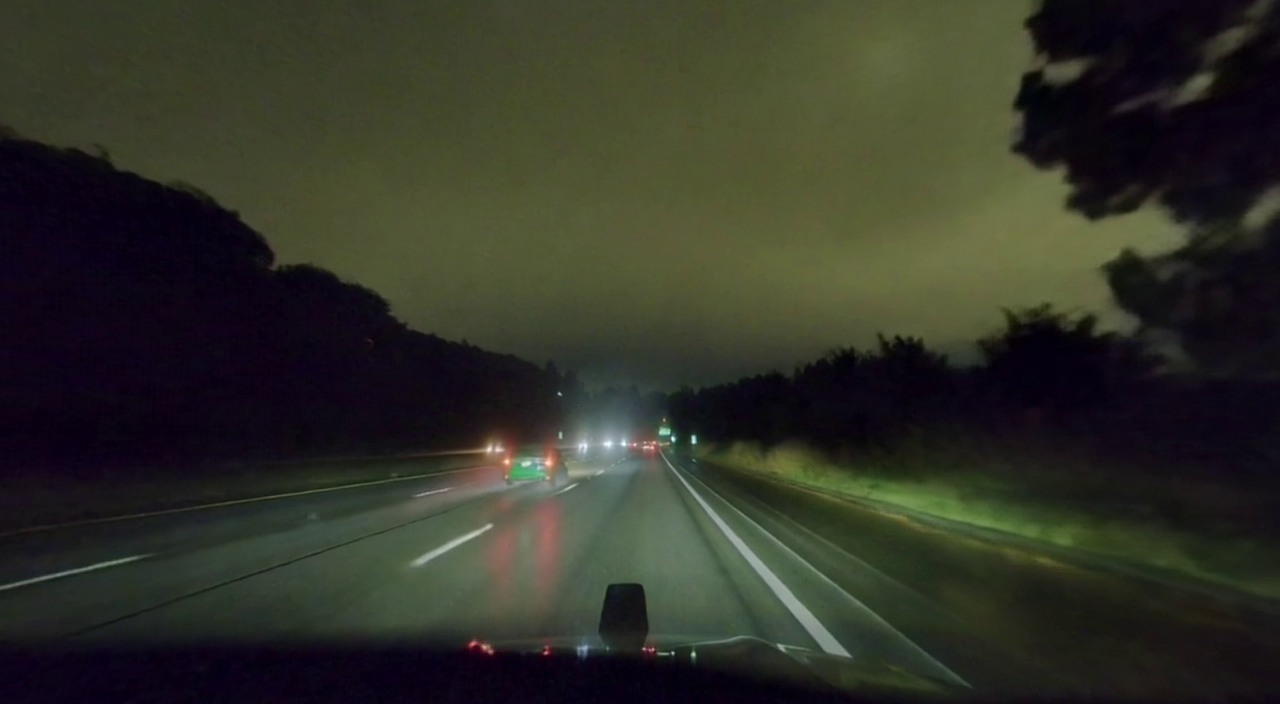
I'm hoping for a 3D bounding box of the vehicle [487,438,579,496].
[{"bbox_3d":[-3.123,3.448,19.321,2.015,1.561,4.469,0,-8,0],"label":"vehicle"}]
